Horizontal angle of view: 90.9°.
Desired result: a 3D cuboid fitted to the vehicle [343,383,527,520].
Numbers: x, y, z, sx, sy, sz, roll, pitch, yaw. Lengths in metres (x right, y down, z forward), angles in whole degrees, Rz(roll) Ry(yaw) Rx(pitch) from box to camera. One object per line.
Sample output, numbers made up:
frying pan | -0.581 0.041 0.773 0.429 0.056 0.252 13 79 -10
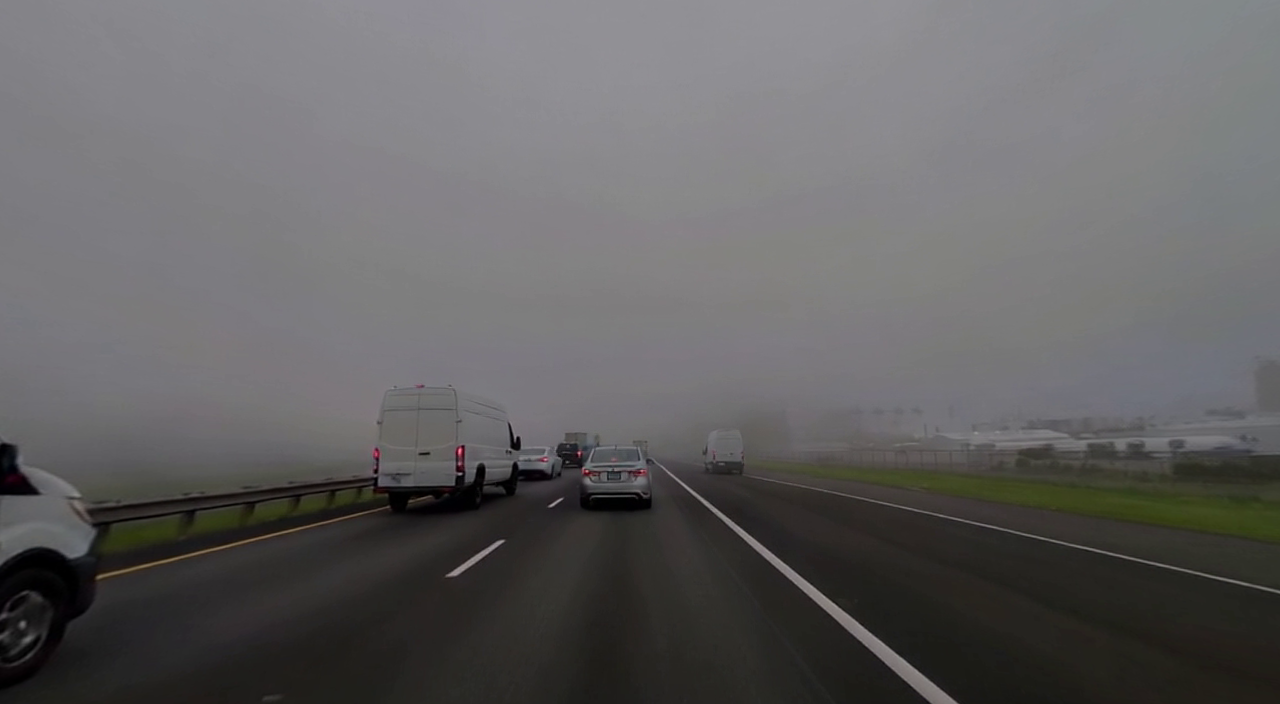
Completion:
vehicle | -4.574 2.445 15.655 2.248 2.626 6.837 0 -9 0

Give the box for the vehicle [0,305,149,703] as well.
vehicle | -4.004 0.491 1.156 2.253 1.892 4.823 0 -9 0

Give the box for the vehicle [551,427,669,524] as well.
vehicle | -0.525 2.493 13.157 2.093 1.695 3.782 0 -9 0

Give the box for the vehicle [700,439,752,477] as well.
vehicle | 4.242 5.313 31.820 2.003 1.754 4.134 0 -9 0
